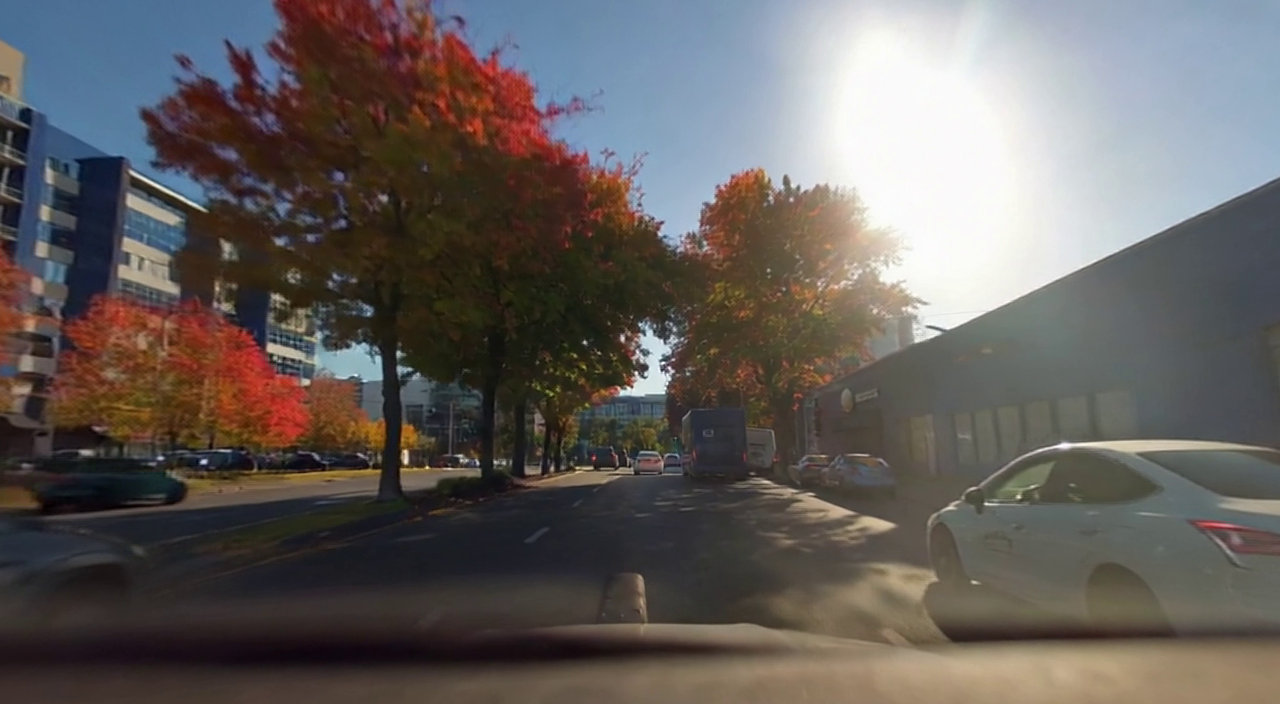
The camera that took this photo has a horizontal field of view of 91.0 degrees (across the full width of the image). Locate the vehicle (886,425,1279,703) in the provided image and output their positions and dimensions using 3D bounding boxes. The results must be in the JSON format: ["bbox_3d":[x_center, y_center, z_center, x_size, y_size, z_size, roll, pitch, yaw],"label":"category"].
[{"bbox_3d":[3.757,1.320,4.533,1.915,1.449,4.970,0,-9,-1],"label":"vehicle"}]

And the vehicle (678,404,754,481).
[{"bbox_3d":[3.977,5.209,35.855,3.003,3.680,10.684,0,-9,0],"label":"vehicle"}]

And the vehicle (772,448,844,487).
[{"bbox_3d":[7.043,4.861,26.878,1.859,1.467,4.749,0,-9,1],"label":"vehicle"}]

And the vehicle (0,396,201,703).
[{"bbox_3d":[-3.635,0.800,1.583,1.751,1.540,4.481,-1,-9,1],"label":"vehicle"}]

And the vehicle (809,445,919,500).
[{"bbox_3d":[7.049,3.996,20.411,1.889,1.417,4.759,-3,-14,1],"label":"vehicle"}]

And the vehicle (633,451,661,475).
[{"bbox_3d":[0.470,7.807,44.427,1.846,1.528,4.348,0,-9,0],"label":"vehicle"}]
